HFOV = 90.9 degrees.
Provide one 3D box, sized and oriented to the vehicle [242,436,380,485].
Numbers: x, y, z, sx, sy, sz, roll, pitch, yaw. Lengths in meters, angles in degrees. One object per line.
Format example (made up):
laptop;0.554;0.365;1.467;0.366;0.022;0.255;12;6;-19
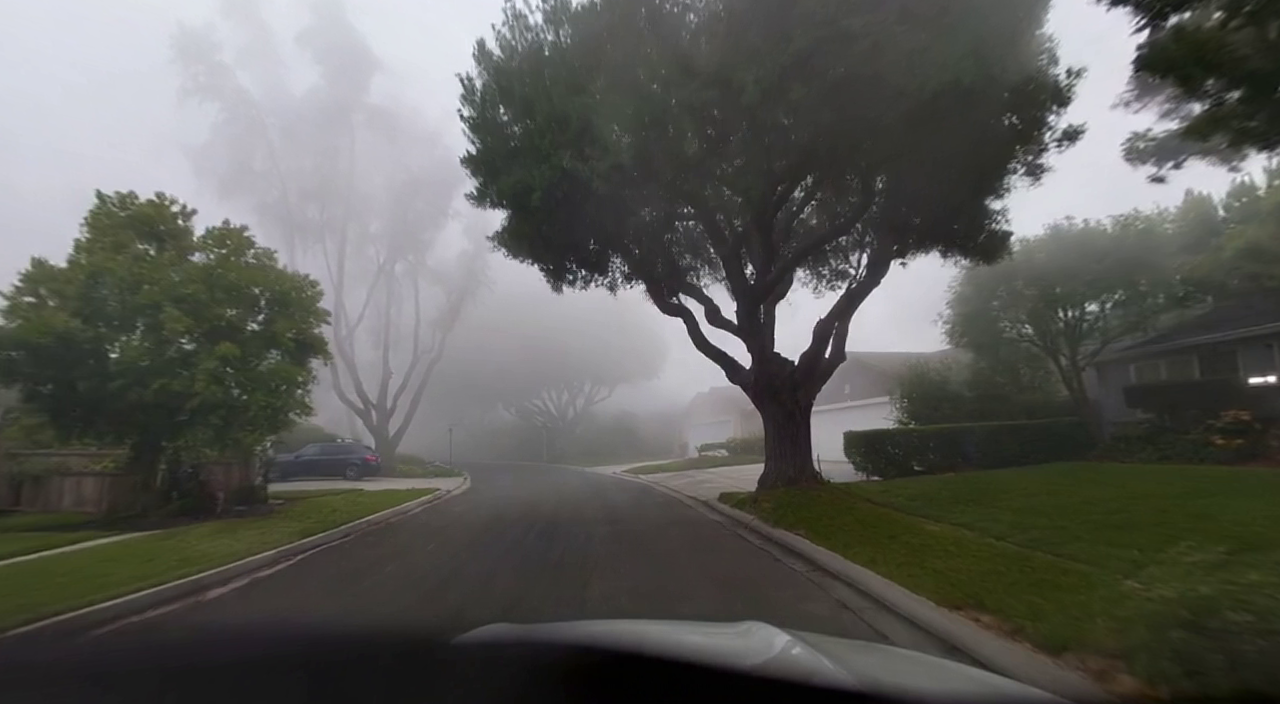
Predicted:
vehicle;-13.769;4.548;26.671;4.961;1.757;1.971;2;-9;-25
